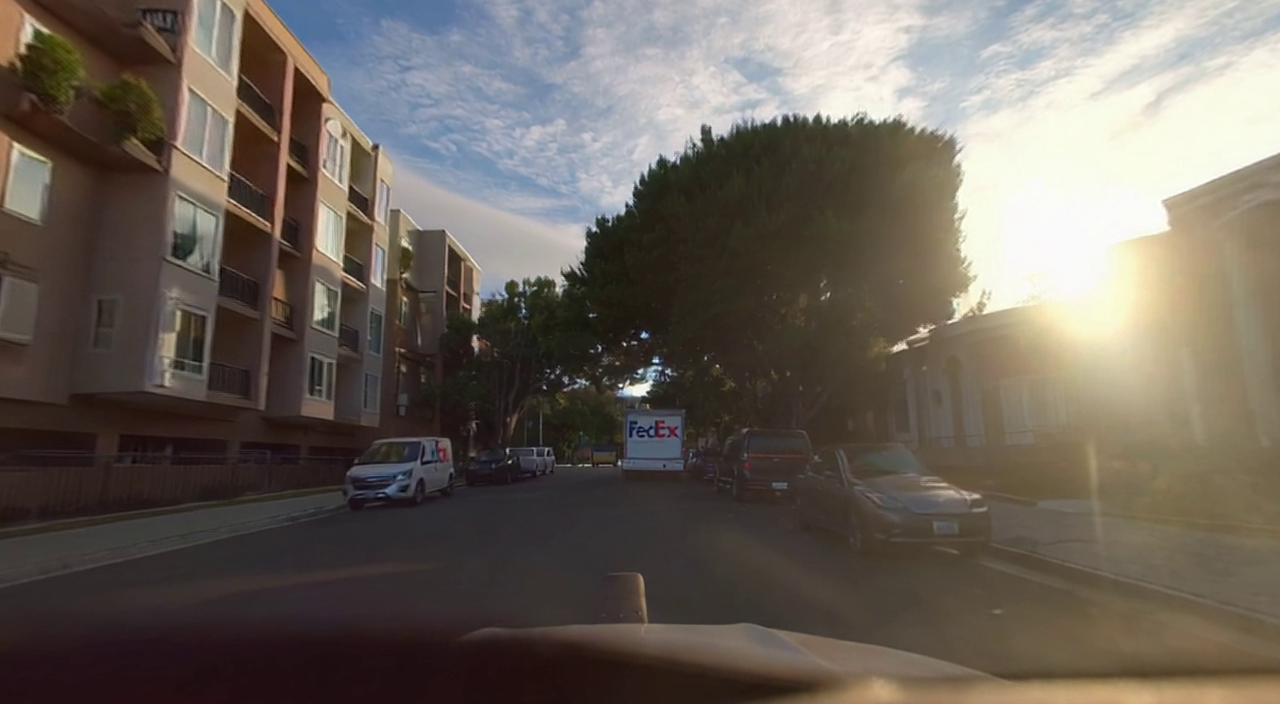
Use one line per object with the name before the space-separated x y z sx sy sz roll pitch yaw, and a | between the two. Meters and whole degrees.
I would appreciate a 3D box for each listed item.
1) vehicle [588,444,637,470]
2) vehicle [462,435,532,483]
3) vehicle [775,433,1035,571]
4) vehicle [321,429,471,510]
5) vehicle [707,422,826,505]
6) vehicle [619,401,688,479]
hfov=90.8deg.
vehicle | -1.607 6.378 38.717 1.981 1.500 3.992 -2 -9 13
vehicle | -6.069 4.597 27.364 2.020 1.867 4.654 0 -8 -1
vehicle | 3.399 1.986 9.217 1.877 1.500 4.407 0 -8 0
vehicle | -5.974 2.921 16.166 2.089 1.757 4.256 0 -8 0
vehicle | 3.370 3.137 18.237 2.221 1.991 5.564 0 -8 -1
vehicle | 0.453 4.341 30.909 2.930 3.275 8.180 0 -8 -2
